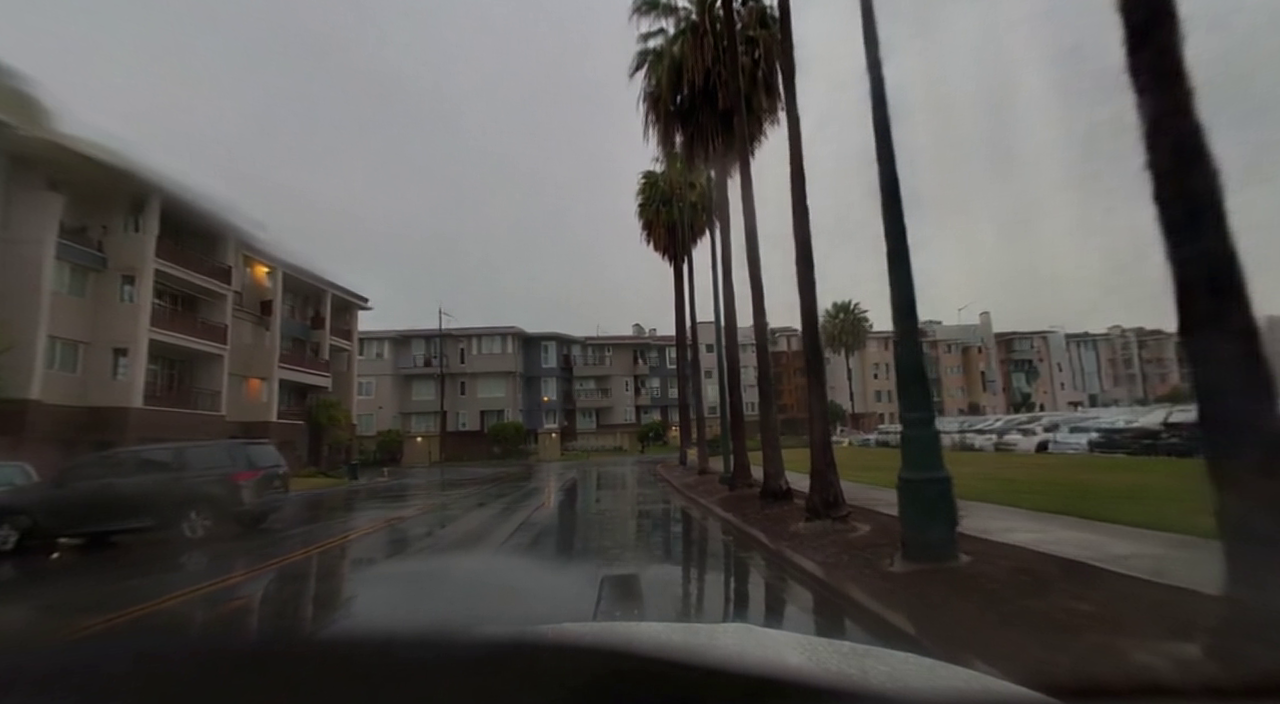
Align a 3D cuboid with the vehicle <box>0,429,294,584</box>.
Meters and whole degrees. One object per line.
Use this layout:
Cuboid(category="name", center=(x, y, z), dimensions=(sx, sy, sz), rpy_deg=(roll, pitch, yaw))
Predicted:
Cuboid(category="vehicle", center=(-7.182, 1.847, 7.715), dimensions=(4.803, 1.520, 1.894), rpy_deg=(-2, -7, -6))
